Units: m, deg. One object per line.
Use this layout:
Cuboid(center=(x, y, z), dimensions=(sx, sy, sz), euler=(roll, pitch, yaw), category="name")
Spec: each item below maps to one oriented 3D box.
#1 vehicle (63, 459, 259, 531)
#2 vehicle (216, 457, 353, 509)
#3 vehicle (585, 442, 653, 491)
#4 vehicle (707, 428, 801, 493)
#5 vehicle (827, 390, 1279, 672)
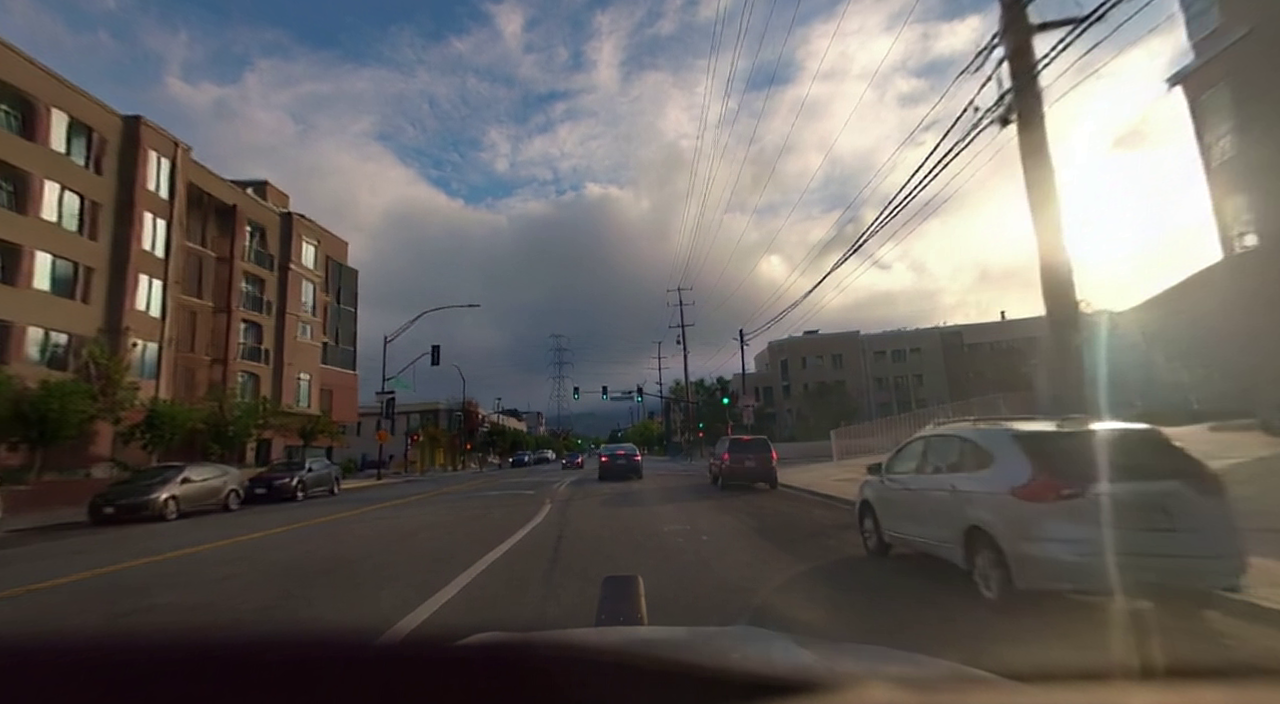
Cuboid(center=(-12.017, 3.567, 16.245), dimensions=(2.004, 1.526, 3.807), euler=(0, -9, 0), category="vehicle")
Cuboid(center=(-12.008, 4.408, 21.790), dimensions=(1.910, 1.498, 4.662), euler=(0, -9, 1), category="vehicle")
Cuboid(center=(-0.637, 3.747, 20.999), dimensions=(2.019, 1.453, 4.129), euler=(0, -9, 0), category="vehicle")
Cuboid(center=(3.716, 3.649, 21.680), dimensions=(2.248, 1.945, 5.011), euler=(0, -9, -1), category="vehicle")
Cuboid(center=(3.699, 1.459, 6.300), dimensions=(2.186, 1.764, 4.470), euler=(0, -9, -1), category="vehicle")
